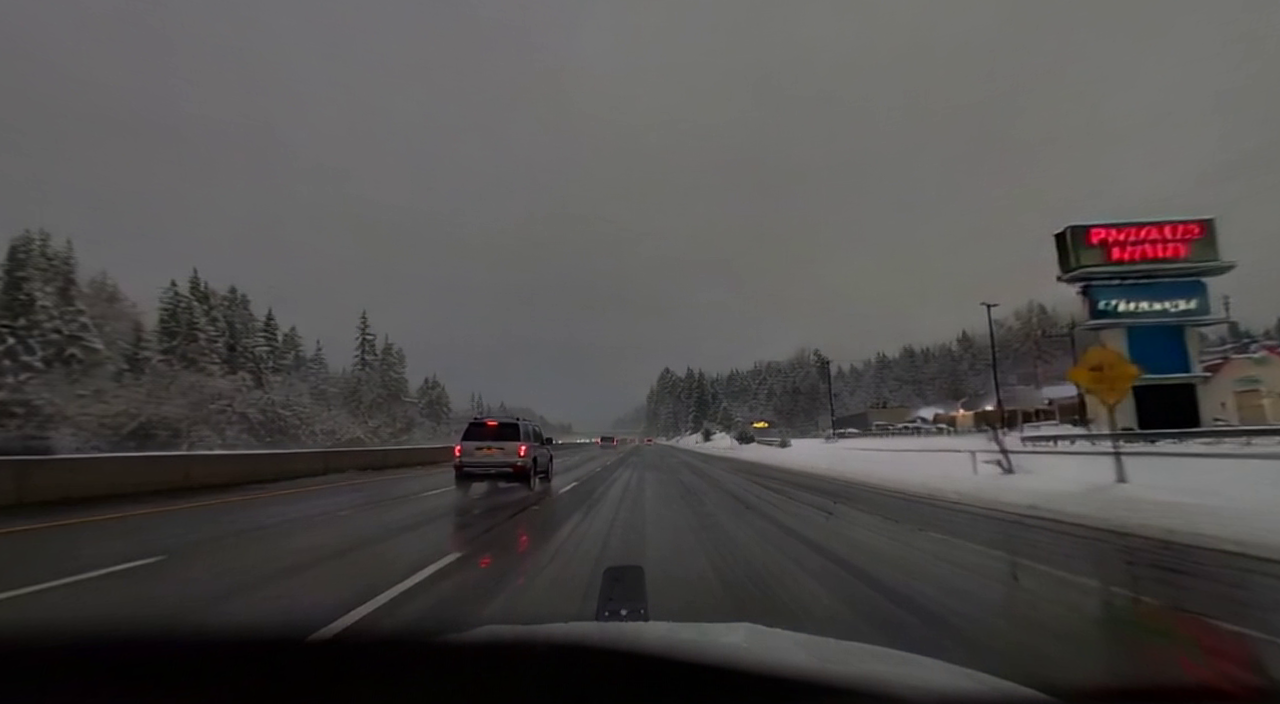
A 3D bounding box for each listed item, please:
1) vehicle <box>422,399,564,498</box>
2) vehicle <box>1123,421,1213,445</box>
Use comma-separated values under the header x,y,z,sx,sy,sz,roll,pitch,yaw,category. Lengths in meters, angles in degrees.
x,y,z,sx,sy,sz,roll,pitch,yaw,category
-3.640,2.575,17.046,2.352,2.209,5.802,0,-8,1,vehicle
33.797,5.205,40.445,4.157,1.498,1.870,1,-8,-4,vehicle
